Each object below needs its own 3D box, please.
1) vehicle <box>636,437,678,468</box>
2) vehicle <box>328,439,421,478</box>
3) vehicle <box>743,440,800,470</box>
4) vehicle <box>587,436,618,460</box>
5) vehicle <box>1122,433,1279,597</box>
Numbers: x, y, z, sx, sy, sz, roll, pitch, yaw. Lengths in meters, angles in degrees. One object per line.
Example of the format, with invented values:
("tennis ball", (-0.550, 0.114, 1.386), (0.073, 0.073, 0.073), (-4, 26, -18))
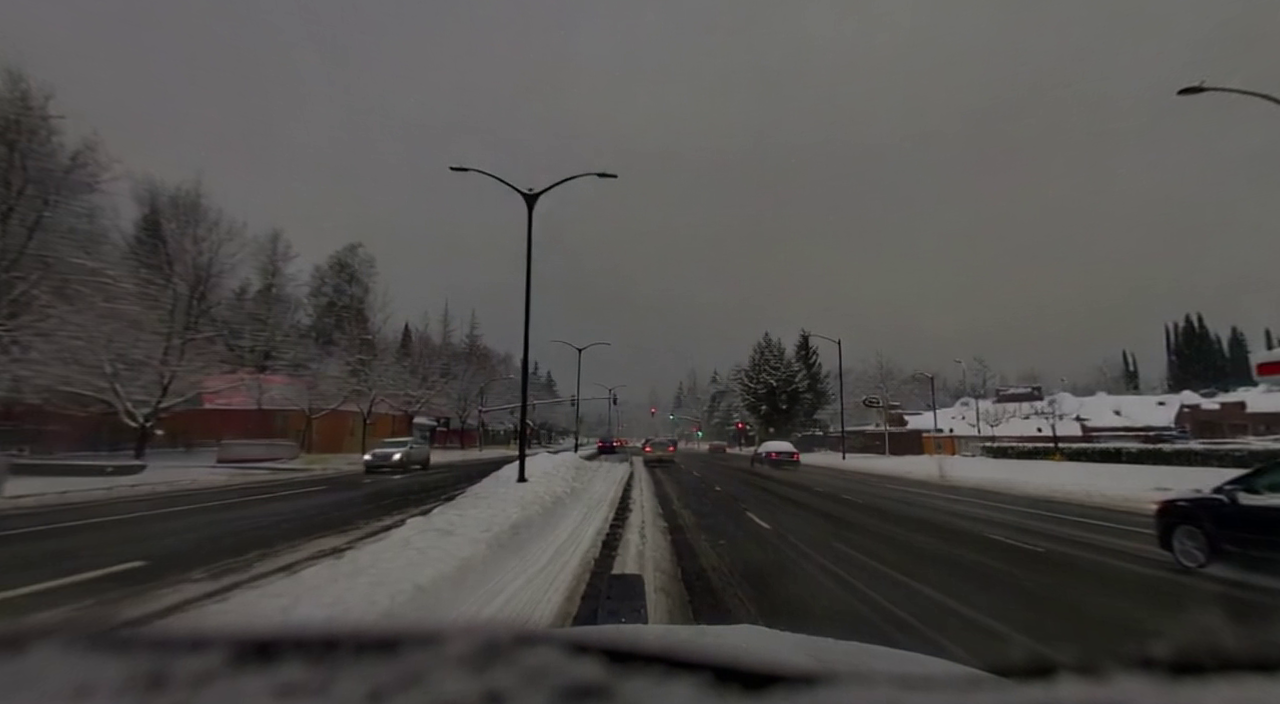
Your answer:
("vehicle", (0.817, 5.293, 33.240), (1.971, 1.479, 4.493), (0, -8, -1))
("vehicle", (-11.124, 4.478, 26.679), (1.984, 1.472, 4.487), (0, -8, 0))
("vehicle", (6.910, 5.442, 33.466), (1.918, 1.484, 4.456), (0, -8, -2))
("vehicle", (-2.624, 6.767, 44.150), (2.074, 1.575, 4.326), (0, -8, -4))
("vehicle", (6.847, 1.395, 5.112), (1.975, 1.488, 4.798), (0, -8, -1))
